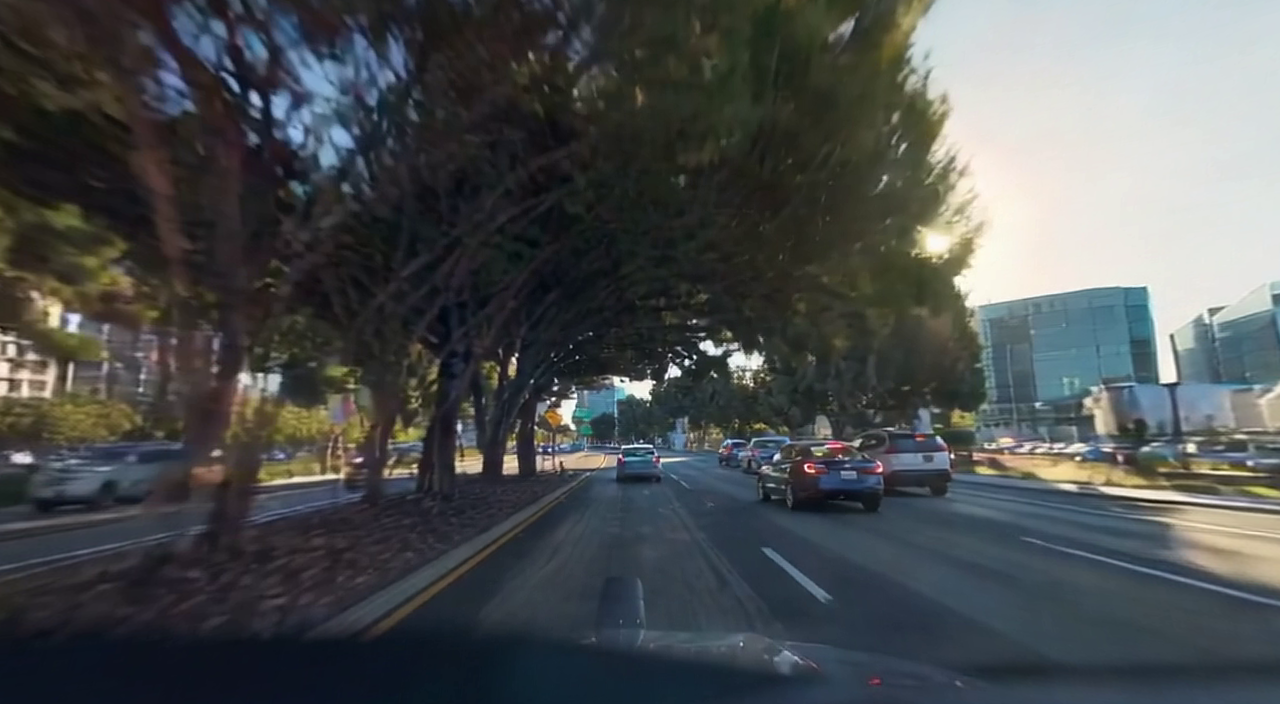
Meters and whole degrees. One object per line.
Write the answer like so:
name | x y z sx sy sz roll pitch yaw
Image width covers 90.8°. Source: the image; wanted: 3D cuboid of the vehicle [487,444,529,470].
vehicle | -8.937 7.152 43.044 1.901 1.655 4.250 0 -9 0

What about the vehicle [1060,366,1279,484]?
vehicle | 18.981 2.383 20.428 8.476 3.508 3.062 0 -9 -1

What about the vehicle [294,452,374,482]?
vehicle | -16.434 6.186 34.270 1.983 1.477 4.702 0 -9 0

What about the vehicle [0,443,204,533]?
vehicle | -12.448 2.931 14.304 1.954 1.689 4.443 0 -9 0

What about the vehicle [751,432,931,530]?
vehicle | 3.421 2.285 11.736 1.858 1.466 4.230 0 -9 -1

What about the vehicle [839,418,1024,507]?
vehicle | 6.773 2.636 15.418 2.134 1.810 4.590 0 -9 -2

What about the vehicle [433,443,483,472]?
vehicle | -12.256 7.142 42.826 2.049 1.824 4.608 0 -9 0

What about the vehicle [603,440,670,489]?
vehicle | -0.143 3.673 20.925 1.994 1.479 3.647 0 -9 -1
